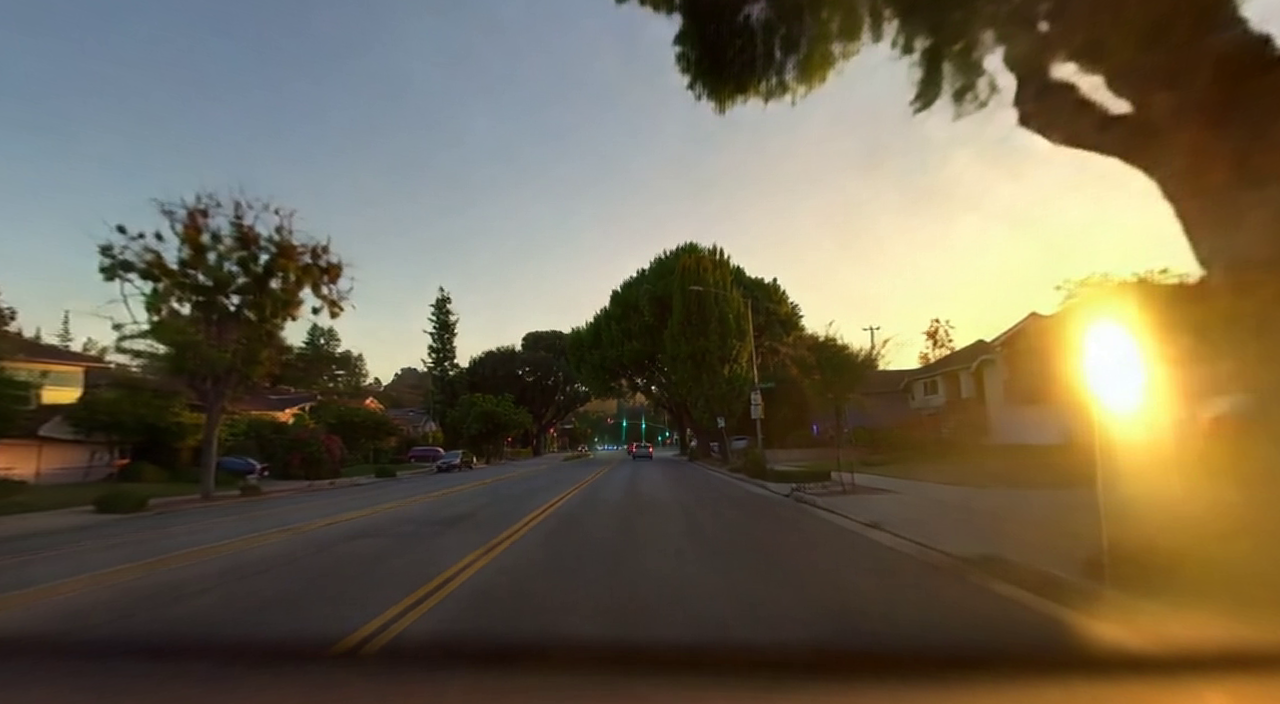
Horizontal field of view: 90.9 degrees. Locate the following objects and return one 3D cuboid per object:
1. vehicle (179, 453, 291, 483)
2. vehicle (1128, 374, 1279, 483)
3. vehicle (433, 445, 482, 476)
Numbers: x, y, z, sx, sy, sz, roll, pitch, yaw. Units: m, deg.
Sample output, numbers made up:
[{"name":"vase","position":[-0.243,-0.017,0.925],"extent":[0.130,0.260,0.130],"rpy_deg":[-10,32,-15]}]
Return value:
[{"name":"vehicle","position":[-22.790,6.530,35.671],"extent":[4.791,1.564,2.125],"rpy_deg":[0,-8,-5]},{"name":"vehicle","position":[11.130,1.134,9.853],"extent":[4.996,1.563,1.984],"rpy_deg":[-4,-9,15]},{"name":"vehicle","position":[-14.166,8.400,49.195],"extent":[2.337,1.850,5.448],"rpy_deg":[-4,-6,-2]}]
